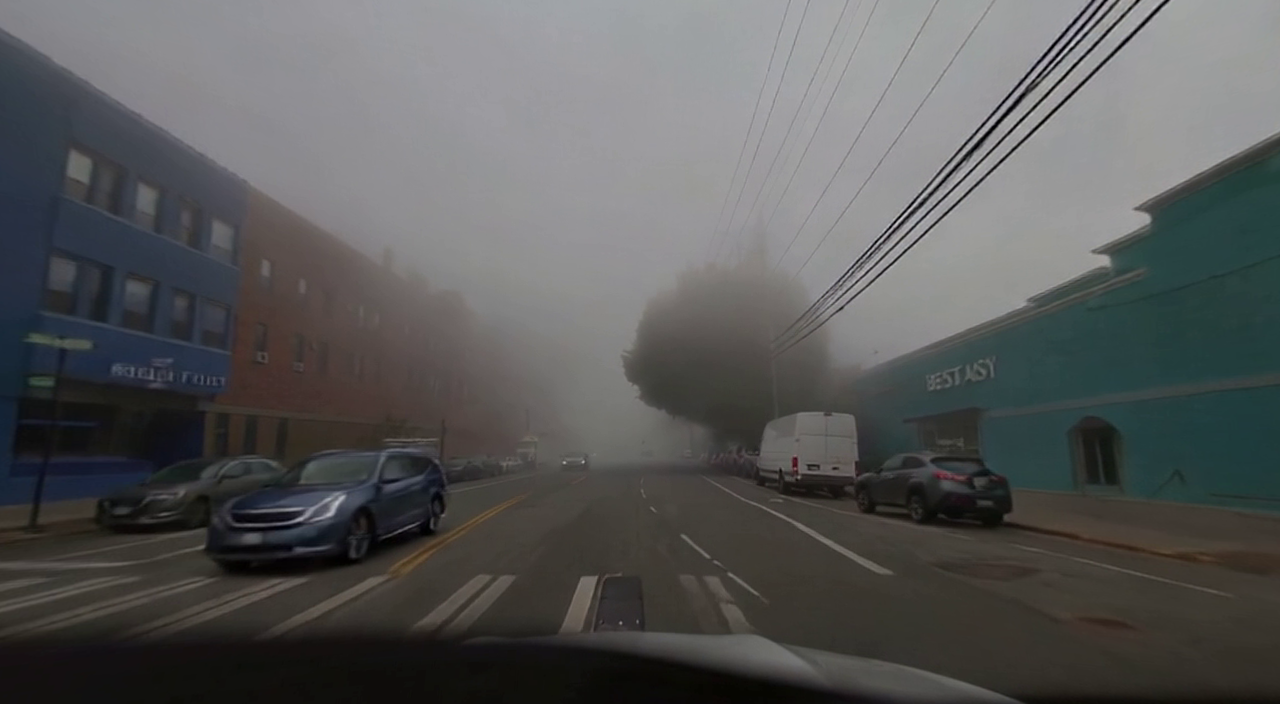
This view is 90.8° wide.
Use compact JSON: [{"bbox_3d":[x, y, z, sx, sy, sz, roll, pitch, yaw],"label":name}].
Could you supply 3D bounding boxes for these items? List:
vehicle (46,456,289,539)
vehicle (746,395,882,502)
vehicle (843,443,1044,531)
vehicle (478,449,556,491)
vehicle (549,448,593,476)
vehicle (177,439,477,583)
[{"bbox_3d":[-10.011,3.062,13.936,1.978,1.452,4.263,0,-8,1],"label":"vehicle"},{"bbox_3d":[5.910,3.465,22.969,2.815,3.203,7.558,0,-8,0],"label":"vehicle"},{"bbox_3d":[6.491,2.880,14.188,1.963,1.646,4.204,1,-9,-8],"label":"vehicle"},{"bbox_3d":[-4.730,4.579,25.023,1.845,1.469,4.413,-1,-8,5],"label":"vehicle"},{"bbox_3d":[-3.959,6.381,36.888,1.925,1.479,4.444,0,-8,2],"label":"vehicle"},{"bbox_3d":[-3.870,2.002,8.864,2.050,1.505,4.219,0,-8,0],"label":"vehicle"}]
